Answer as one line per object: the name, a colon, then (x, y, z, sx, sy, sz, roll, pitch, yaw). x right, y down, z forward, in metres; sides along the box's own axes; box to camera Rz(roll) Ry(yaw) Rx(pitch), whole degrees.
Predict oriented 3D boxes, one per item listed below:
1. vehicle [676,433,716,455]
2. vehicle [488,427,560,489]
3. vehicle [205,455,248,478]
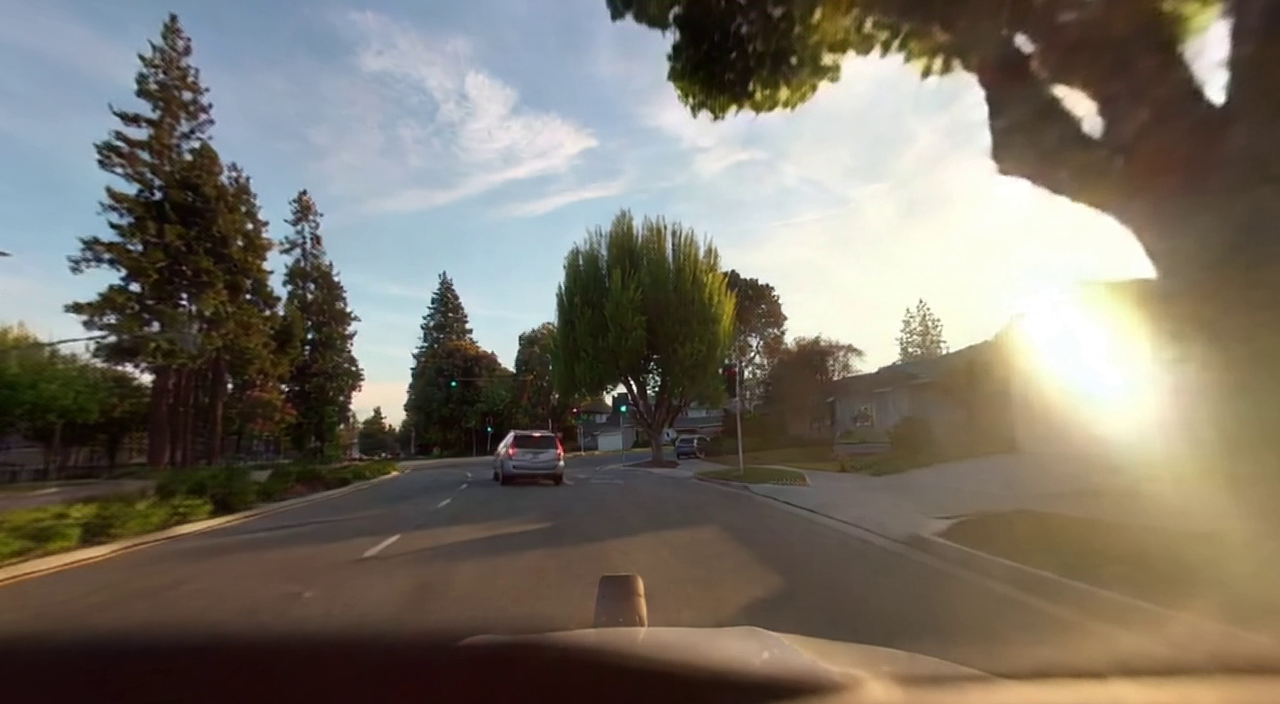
vehicle: (3.943, 6.563, 45.081, 1.911, 1.516, 4.251, 1, -9, -8)
vehicle: (-3.755, 3.323, 20.069, 1.990, 1.707, 4.225, 2, -9, -12)
vehicle: (-31.947, 8.826, 48.904, 1.943, 1.677, 4.176, 4, -9, -23)
